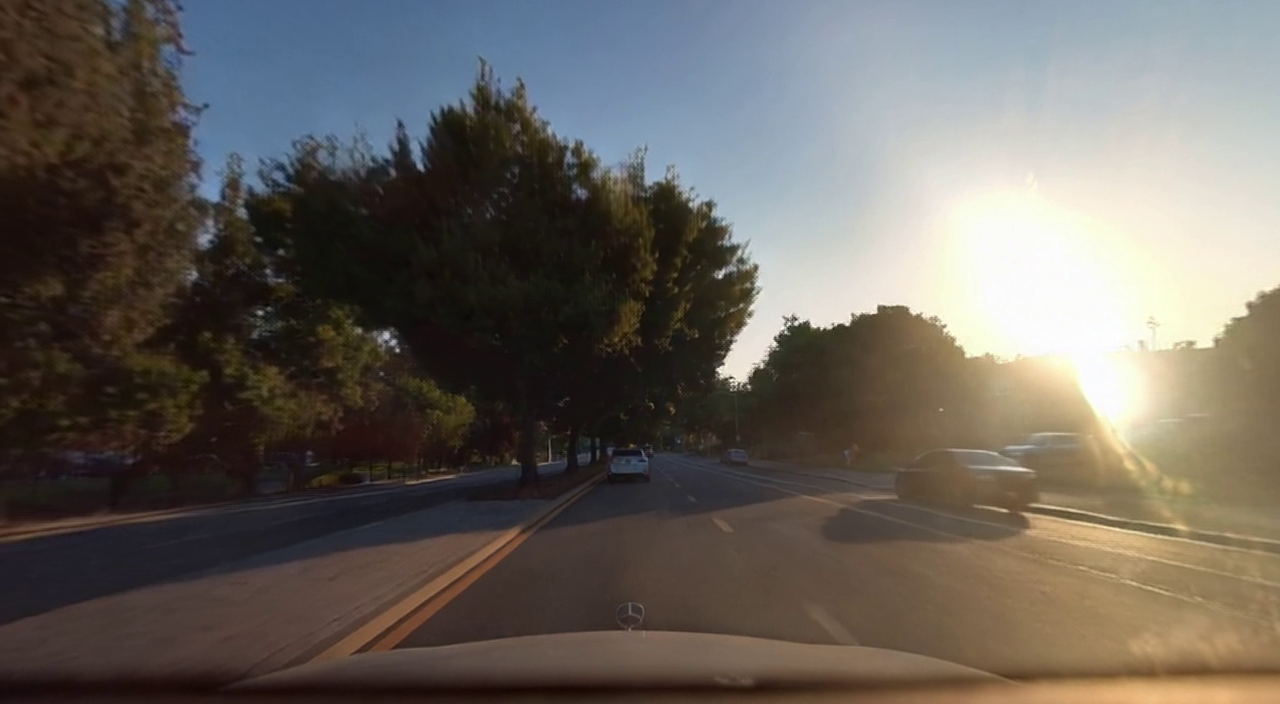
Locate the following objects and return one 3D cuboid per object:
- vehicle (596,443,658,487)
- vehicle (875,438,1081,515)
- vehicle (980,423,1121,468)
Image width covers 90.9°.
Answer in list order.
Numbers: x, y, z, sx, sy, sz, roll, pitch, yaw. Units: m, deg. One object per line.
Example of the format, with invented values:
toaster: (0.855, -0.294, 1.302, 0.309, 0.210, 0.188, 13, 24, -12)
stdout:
vehicle: (-0.467, 4.188, 23.640, 2.099, 1.470, 4.302, 0, -9, 0)
vehicle: (7.558, 2.814, 14.846, 2.131, 1.474, 4.752, 0, -9, -1)
vehicle: (17.652, 4.008, 27.183, 5.100, 1.770, 2.269, 2, -9, -18)
